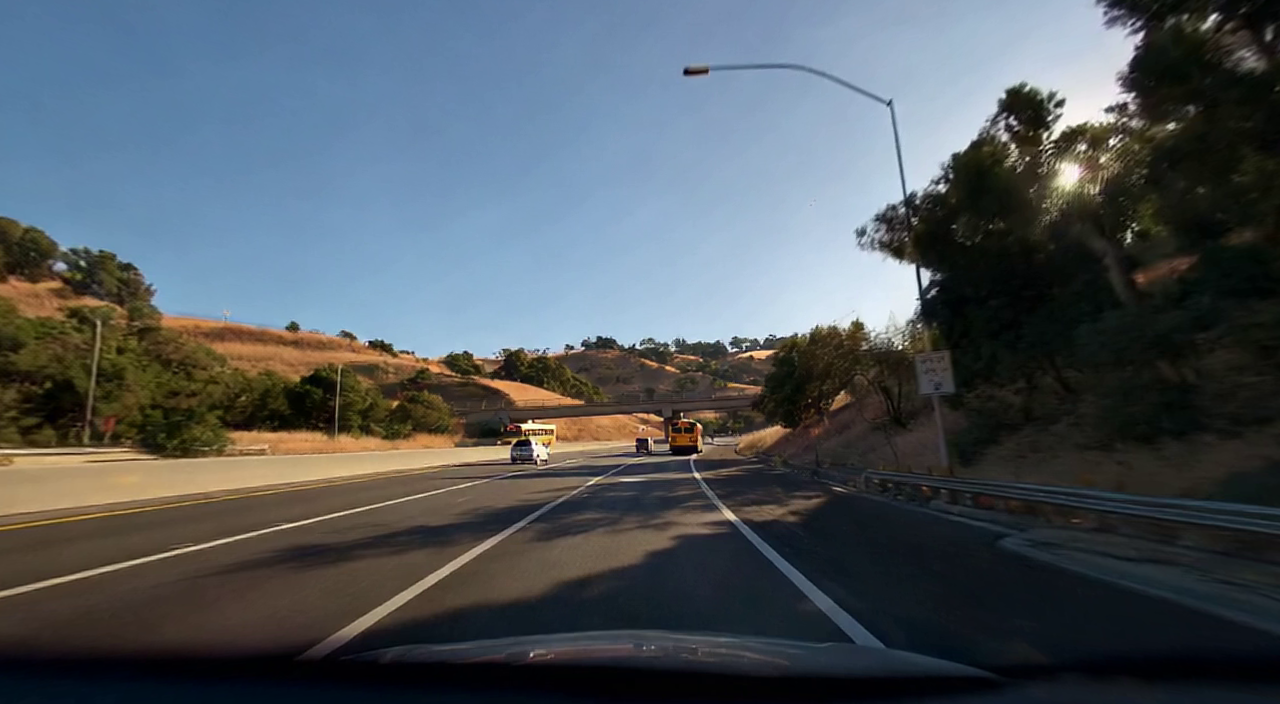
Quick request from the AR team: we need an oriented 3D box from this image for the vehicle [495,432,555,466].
[{"bbox_3d":[-6.192,5.293,34.548,2.106,1.704,4.637,-1,-8,5],"label":"vehicle"}]
